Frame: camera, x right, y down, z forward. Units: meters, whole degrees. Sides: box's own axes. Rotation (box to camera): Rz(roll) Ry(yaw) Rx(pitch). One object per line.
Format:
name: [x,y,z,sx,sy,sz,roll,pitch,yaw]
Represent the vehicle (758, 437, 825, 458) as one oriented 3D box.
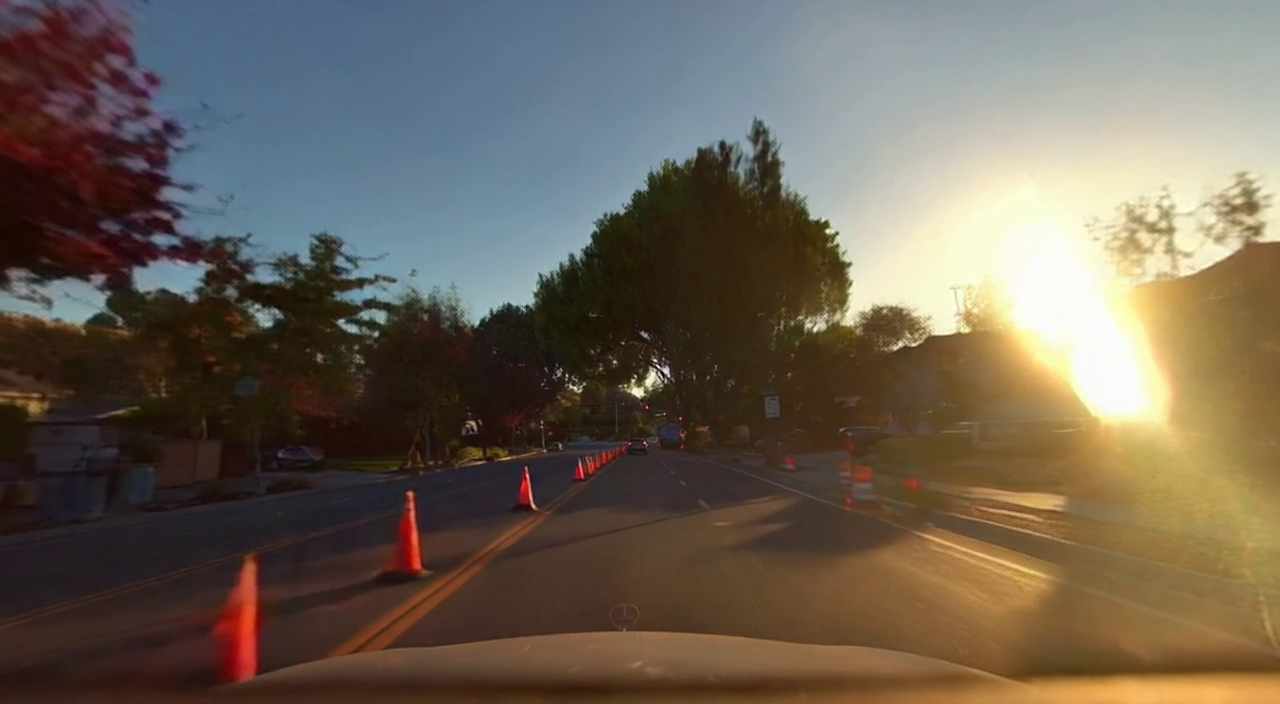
vehicle: [10.964,6.963,45.874,4.463,1.466,1.813,-1,-9,5]
